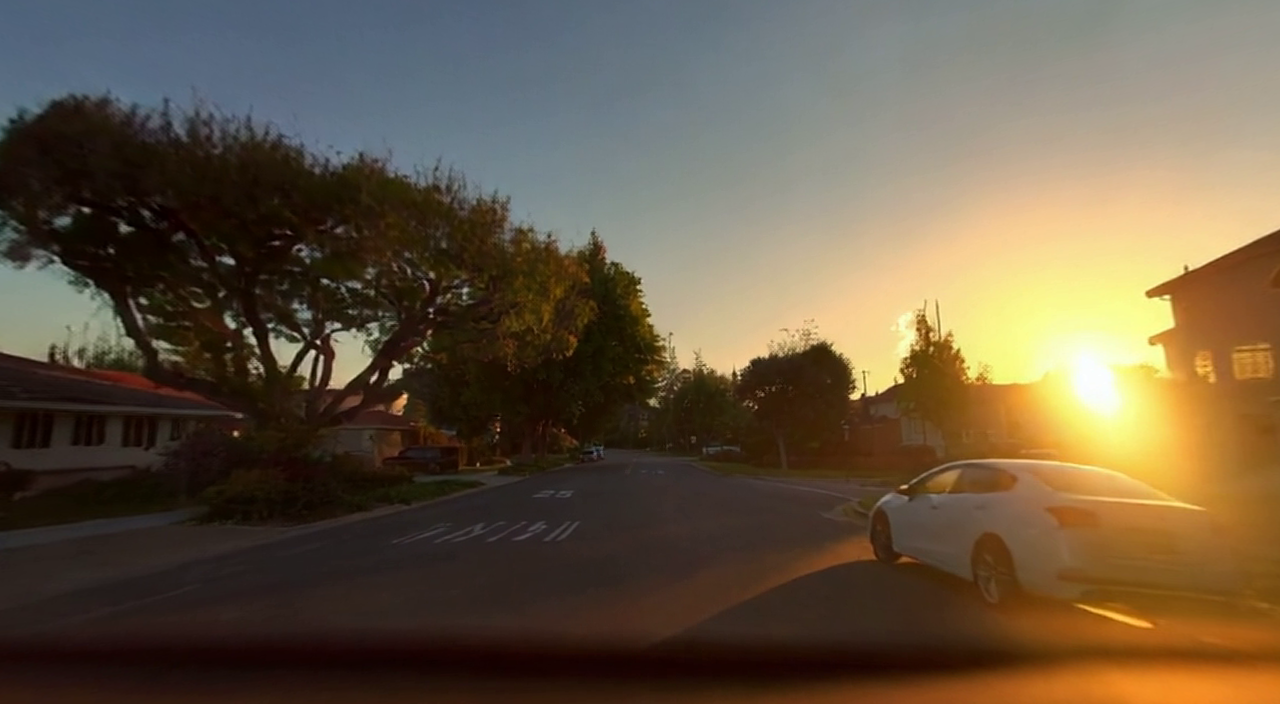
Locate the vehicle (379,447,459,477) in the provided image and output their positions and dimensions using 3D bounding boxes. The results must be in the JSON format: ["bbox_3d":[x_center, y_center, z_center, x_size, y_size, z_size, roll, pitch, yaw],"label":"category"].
[{"bbox_3d":[-12.959,6.487,37.226,3.921,1.629,1.832,0,-10,2],"label":"vehicle"}]

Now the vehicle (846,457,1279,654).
[{"bbox_3d":[4.096,1.956,7.202,1.952,1.442,4.529,0,-9,0],"label":"vehicle"}]
